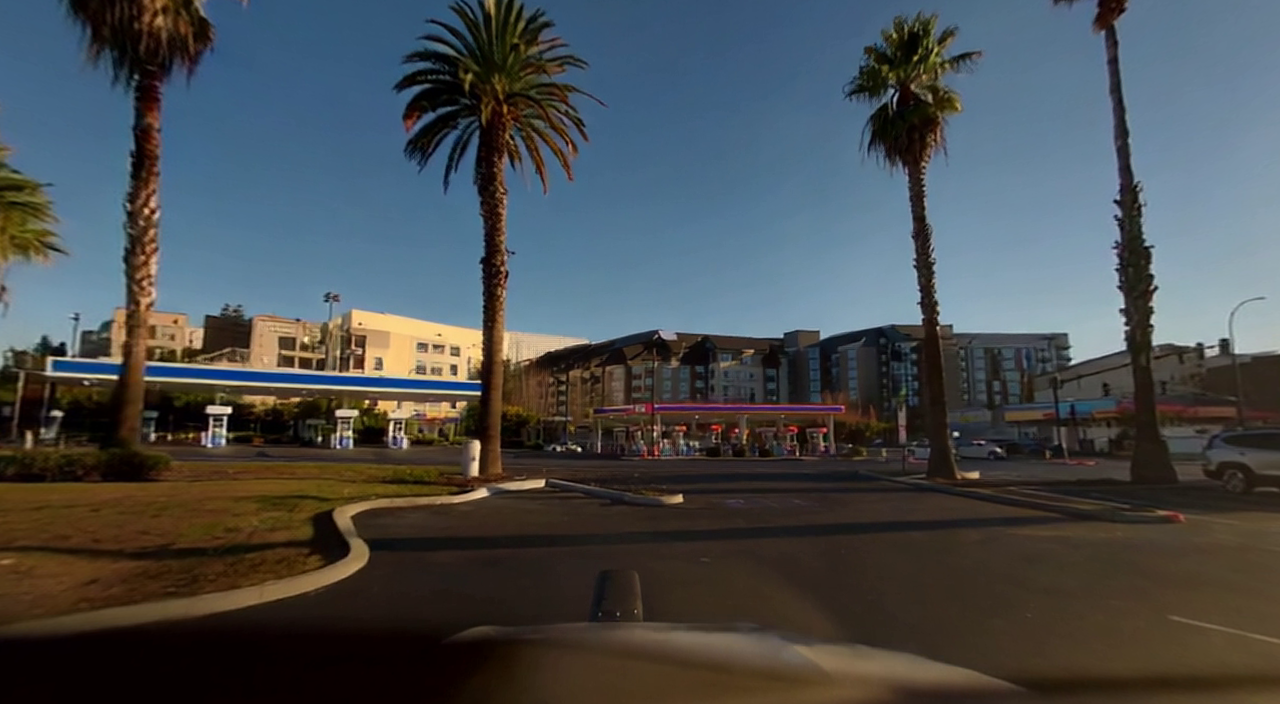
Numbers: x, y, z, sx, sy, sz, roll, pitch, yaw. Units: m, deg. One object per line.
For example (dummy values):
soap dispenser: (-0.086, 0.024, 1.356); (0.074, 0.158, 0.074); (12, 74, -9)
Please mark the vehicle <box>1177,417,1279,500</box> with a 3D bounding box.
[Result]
vehicle: (15.434, 2.413, 14.329); (2.028, 1.850, 4.731); (1, -8, -6)
